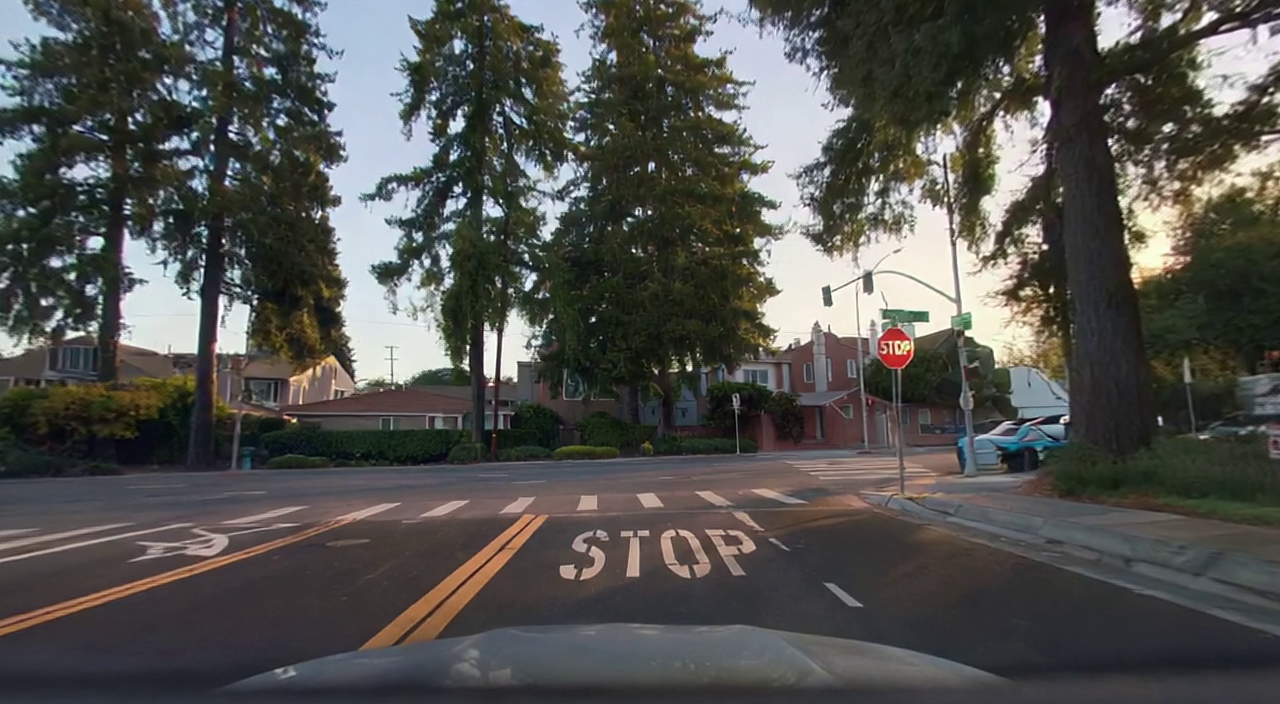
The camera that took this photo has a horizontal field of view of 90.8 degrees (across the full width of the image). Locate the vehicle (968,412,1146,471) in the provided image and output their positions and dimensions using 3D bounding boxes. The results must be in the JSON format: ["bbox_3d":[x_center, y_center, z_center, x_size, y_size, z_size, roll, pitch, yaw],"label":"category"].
[{"bbox_3d":[12.902,2.787,19.707,4.208,1.685,2.014,1,-8,-7],"label":"vehicle"}]
